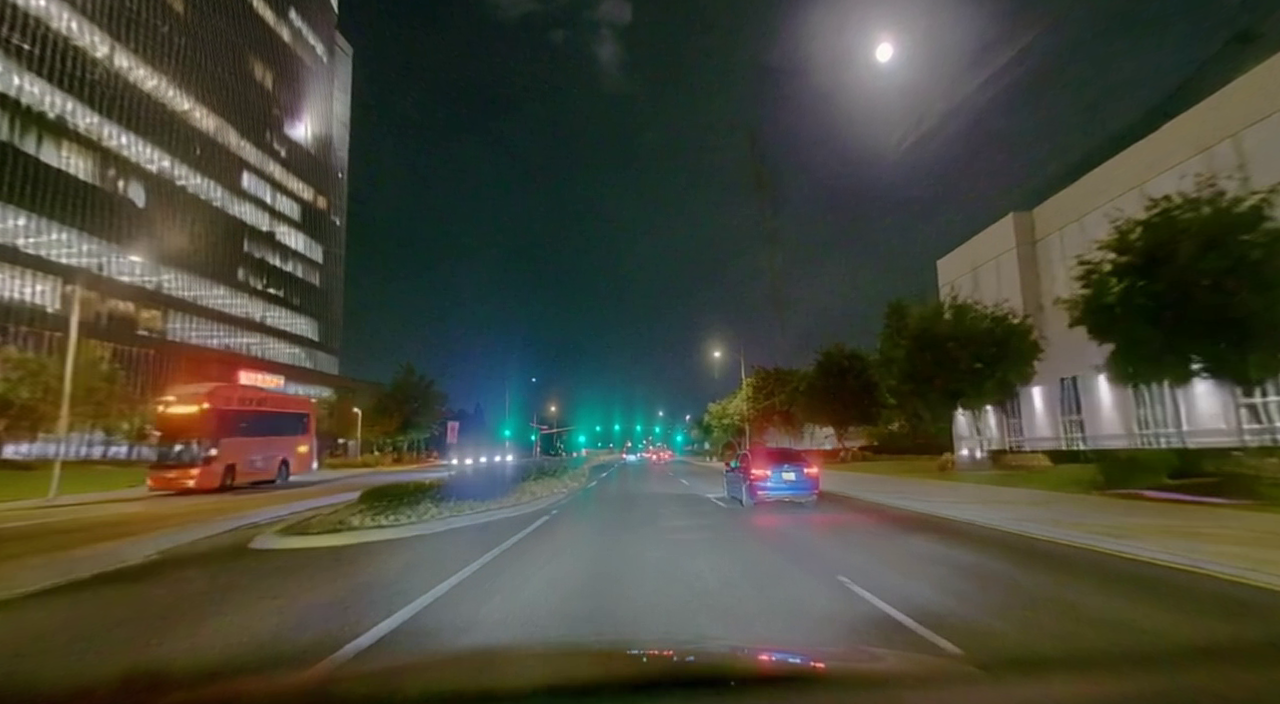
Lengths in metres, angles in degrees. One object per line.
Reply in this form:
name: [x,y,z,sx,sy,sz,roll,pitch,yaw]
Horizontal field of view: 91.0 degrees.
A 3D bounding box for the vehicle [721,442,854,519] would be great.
vehicle: [3.201,2.871,14.610,1.993,1.501,4.127,0,-9,-1]
